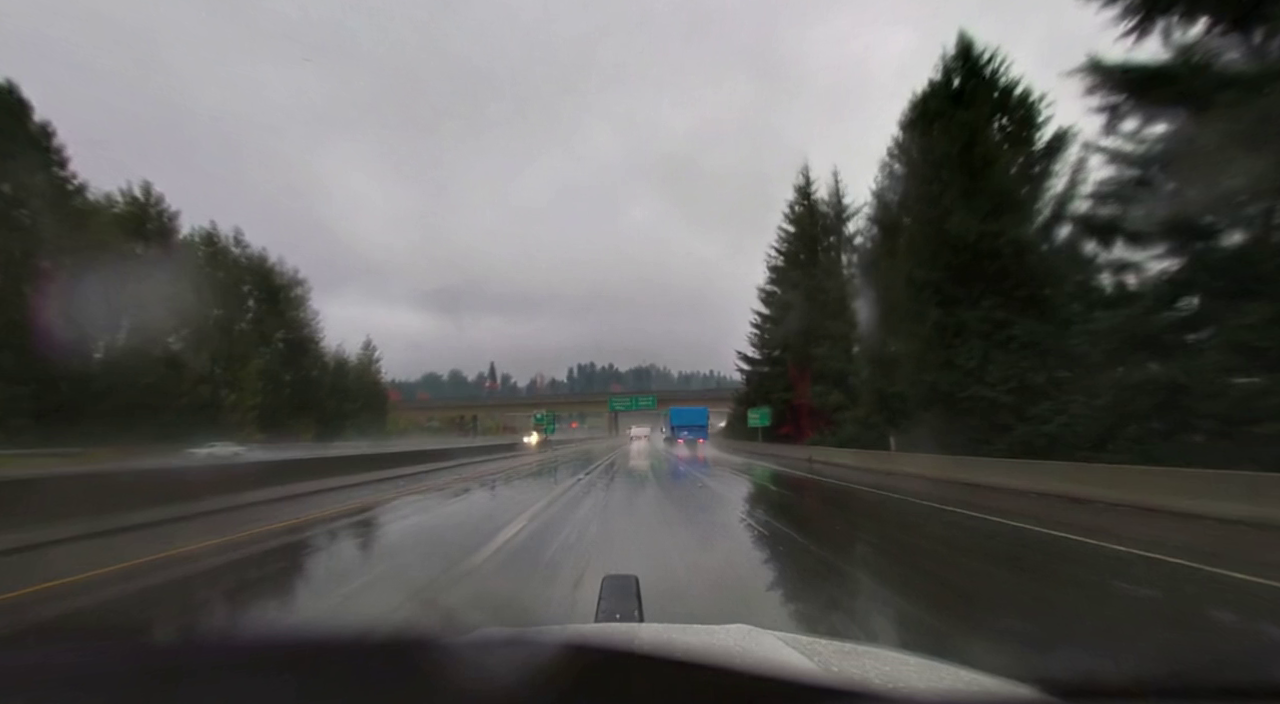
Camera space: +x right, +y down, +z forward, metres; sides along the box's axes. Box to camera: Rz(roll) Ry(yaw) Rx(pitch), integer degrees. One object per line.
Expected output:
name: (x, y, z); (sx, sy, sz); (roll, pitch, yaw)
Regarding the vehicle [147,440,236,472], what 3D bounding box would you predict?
vehicle: (-24.317, 5.626, 34.374); (1.870, 1.581, 4.166); (0, -8, -1)
